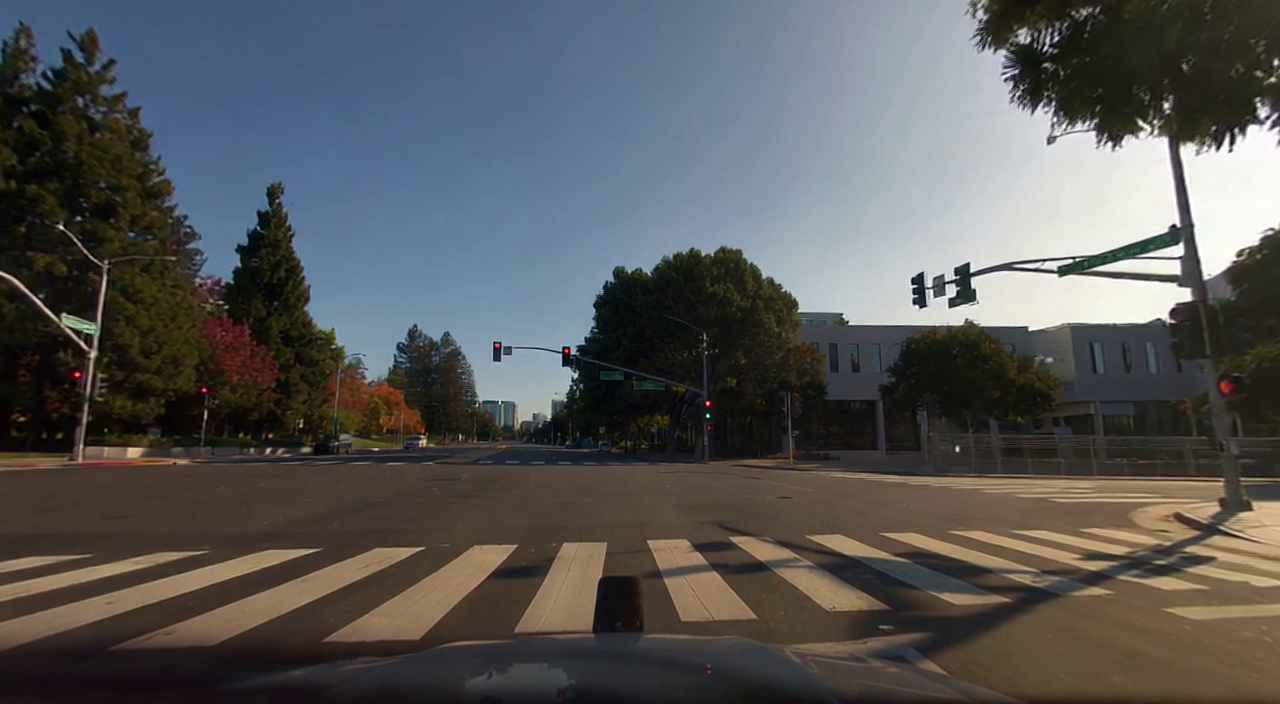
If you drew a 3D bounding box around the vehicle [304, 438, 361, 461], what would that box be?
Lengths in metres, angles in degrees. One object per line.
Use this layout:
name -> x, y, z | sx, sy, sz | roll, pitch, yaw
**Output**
vehicle -> -19.778, 6.297, 40.865 | 1.918, 1.432, 4.433 | 1, -9, -7
